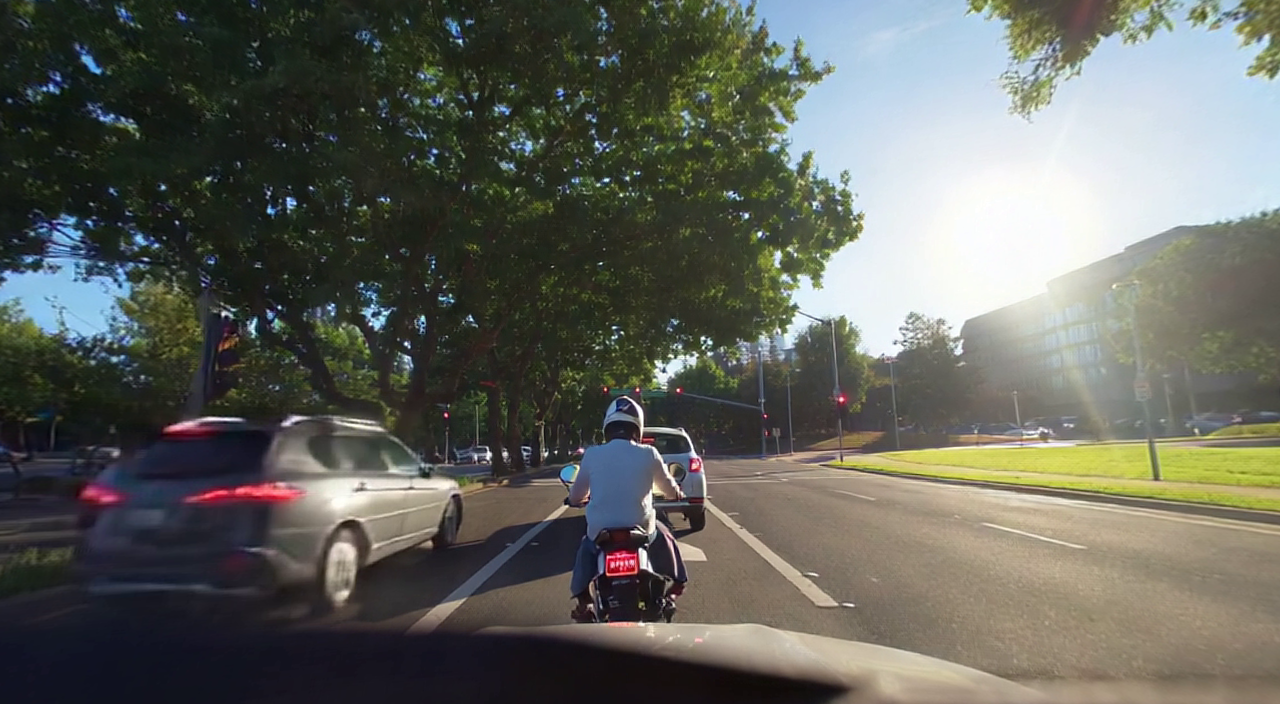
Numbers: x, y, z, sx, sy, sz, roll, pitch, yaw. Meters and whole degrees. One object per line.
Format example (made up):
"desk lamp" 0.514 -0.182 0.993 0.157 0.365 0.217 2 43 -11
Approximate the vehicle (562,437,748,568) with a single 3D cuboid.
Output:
"vehicle" 0.126 2.026 9.409 2.093 1.450 4.437 0 -8 -1

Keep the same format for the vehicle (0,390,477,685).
"vehicle" -3.291 1.409 6.147 2.056 1.647 5.045 0 -8 0
